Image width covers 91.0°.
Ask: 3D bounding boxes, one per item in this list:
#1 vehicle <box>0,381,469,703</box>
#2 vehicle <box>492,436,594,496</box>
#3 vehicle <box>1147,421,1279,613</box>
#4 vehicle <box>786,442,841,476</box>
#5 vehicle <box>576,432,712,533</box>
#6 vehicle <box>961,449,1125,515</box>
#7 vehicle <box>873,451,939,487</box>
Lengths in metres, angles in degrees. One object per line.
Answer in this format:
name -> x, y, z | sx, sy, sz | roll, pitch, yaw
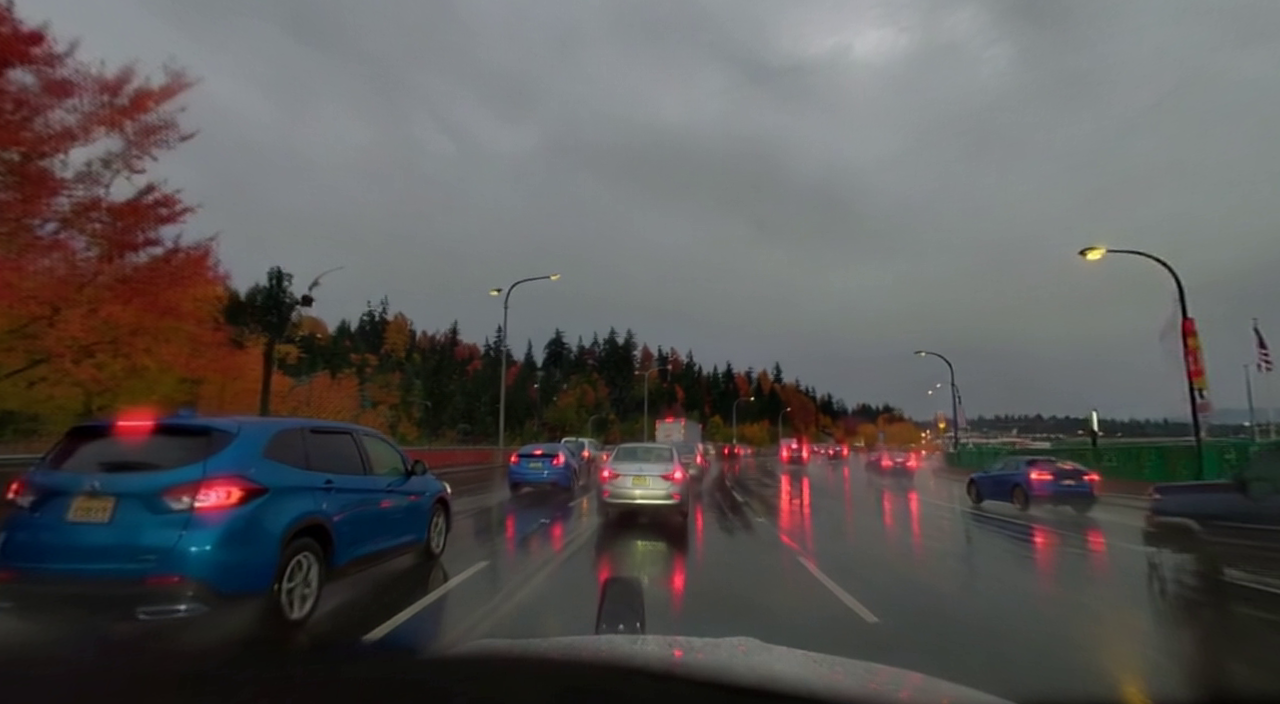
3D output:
vehicle -> -3.164, 1.288, 5.387 | 1.988, 1.635, 4.260 | 0, -9, 3
vehicle -> -2.728, 3.355, 18.982 | 1.974, 1.549, 4.603 | 0, -9, 5
vehicle -> 6.416, 1.269, 4.399 | 2.011, 1.610, 4.568 | 0, -9, 2
vehicle -> 8.612, 5.329, 31.568 | 1.944, 1.544, 4.301 | 0, -9, 6
vehicle -> 0.224, 2.340, 11.883 | 2.090, 1.506, 4.276 | 0, -9, 4
vehicle -> 11.065, 3.548, 17.773 | 1.934, 1.585, 4.397 | 0, -9, 4
vehicle -> 12.429, 5.453, 29.638 | 1.749, 1.481, 3.808 | 0, -9, 5
